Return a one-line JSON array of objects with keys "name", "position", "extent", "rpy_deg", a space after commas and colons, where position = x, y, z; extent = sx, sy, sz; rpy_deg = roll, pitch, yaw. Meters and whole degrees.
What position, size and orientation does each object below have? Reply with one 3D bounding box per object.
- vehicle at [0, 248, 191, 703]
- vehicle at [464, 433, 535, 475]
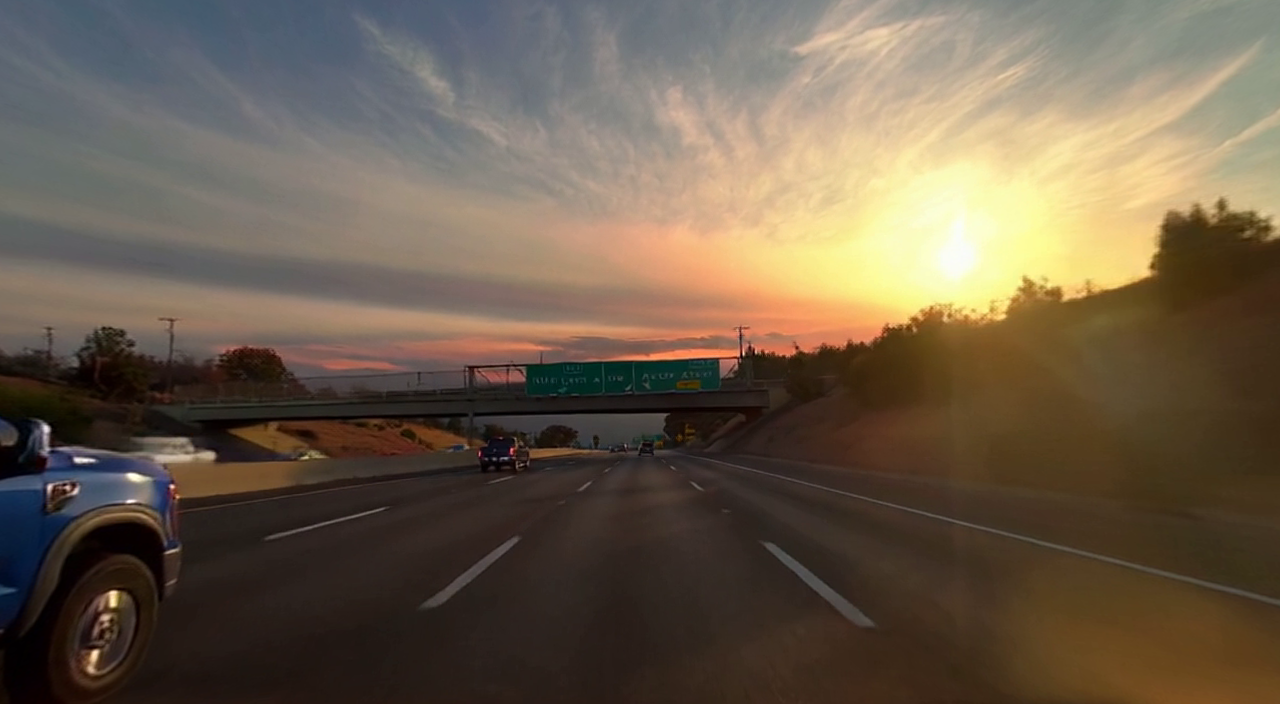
[{"name": "vehicle", "position": [-3.626, 0.289, 0.205], "extent": [2.339, 2.004, 6.171], "rpy_deg": [0, -9, 1]}, {"name": "vehicle", "position": [-6.897, 5.065, 31.523], "extent": [2.260, 1.917, 5.499], "rpy_deg": [0, -9, 0]}]
